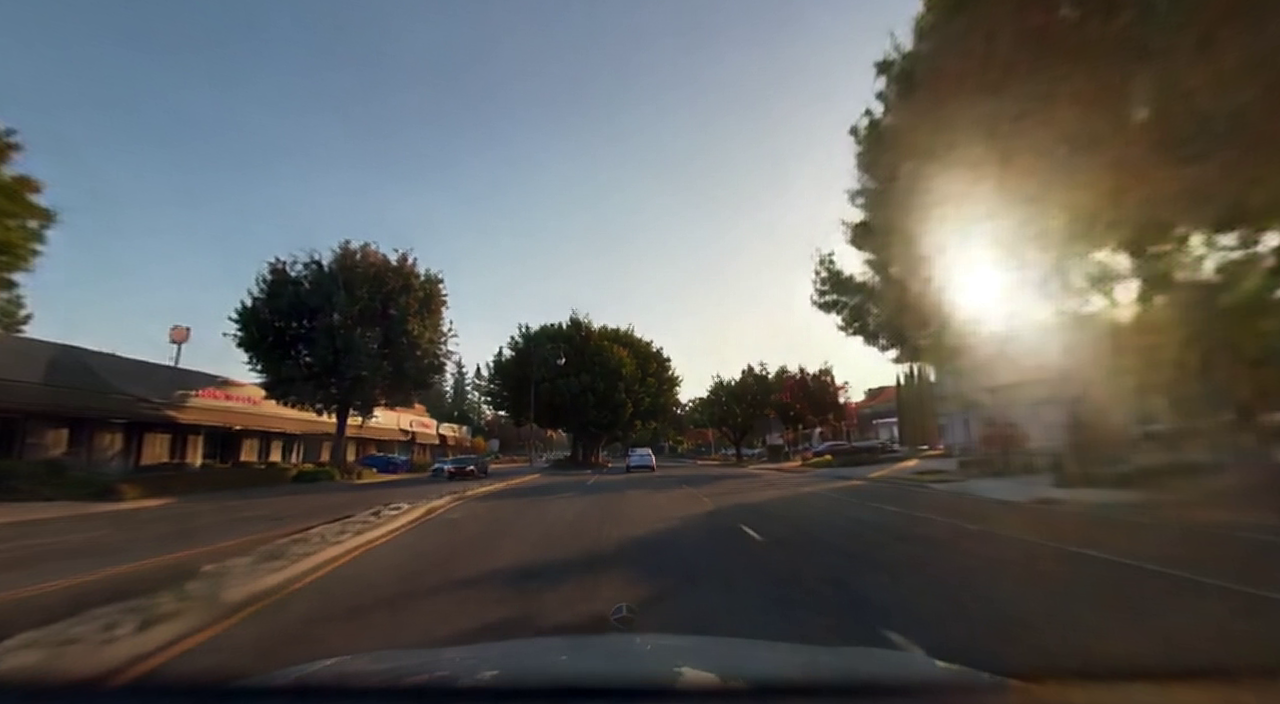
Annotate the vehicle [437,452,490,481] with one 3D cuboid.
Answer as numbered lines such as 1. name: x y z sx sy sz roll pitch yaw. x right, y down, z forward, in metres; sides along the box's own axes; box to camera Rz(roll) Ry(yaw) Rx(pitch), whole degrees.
1. vehicle: -9.641 6.273 34.697 1.795 1.426 4.216 0 -9 -1

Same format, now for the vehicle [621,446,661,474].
1. vehicle: -0.018 5.785 33.956 1.998 1.452 3.773 0 -8 -2
